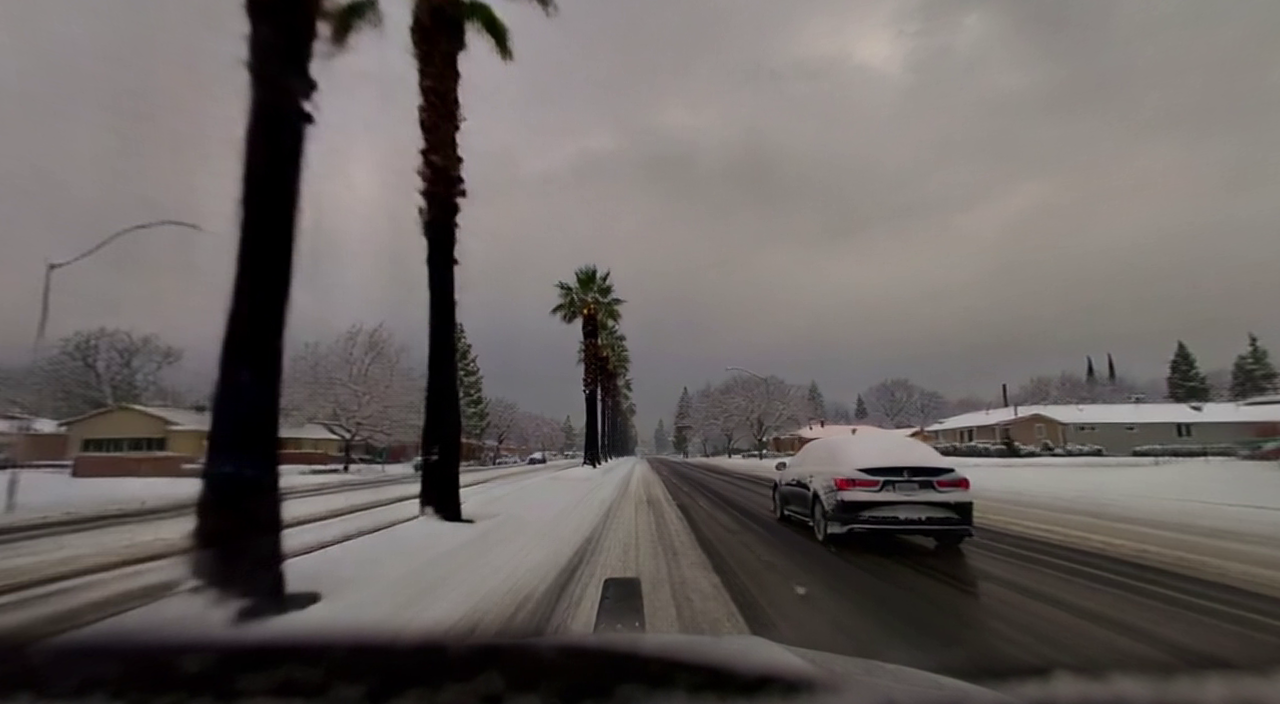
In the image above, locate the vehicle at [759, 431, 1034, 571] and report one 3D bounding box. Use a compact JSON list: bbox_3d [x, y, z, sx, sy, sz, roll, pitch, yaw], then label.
[{"bbox_3d":[3.223,1.965,9.222,1.989,1.492,4.689,0,-9,-1],"label":"vehicle"}]
